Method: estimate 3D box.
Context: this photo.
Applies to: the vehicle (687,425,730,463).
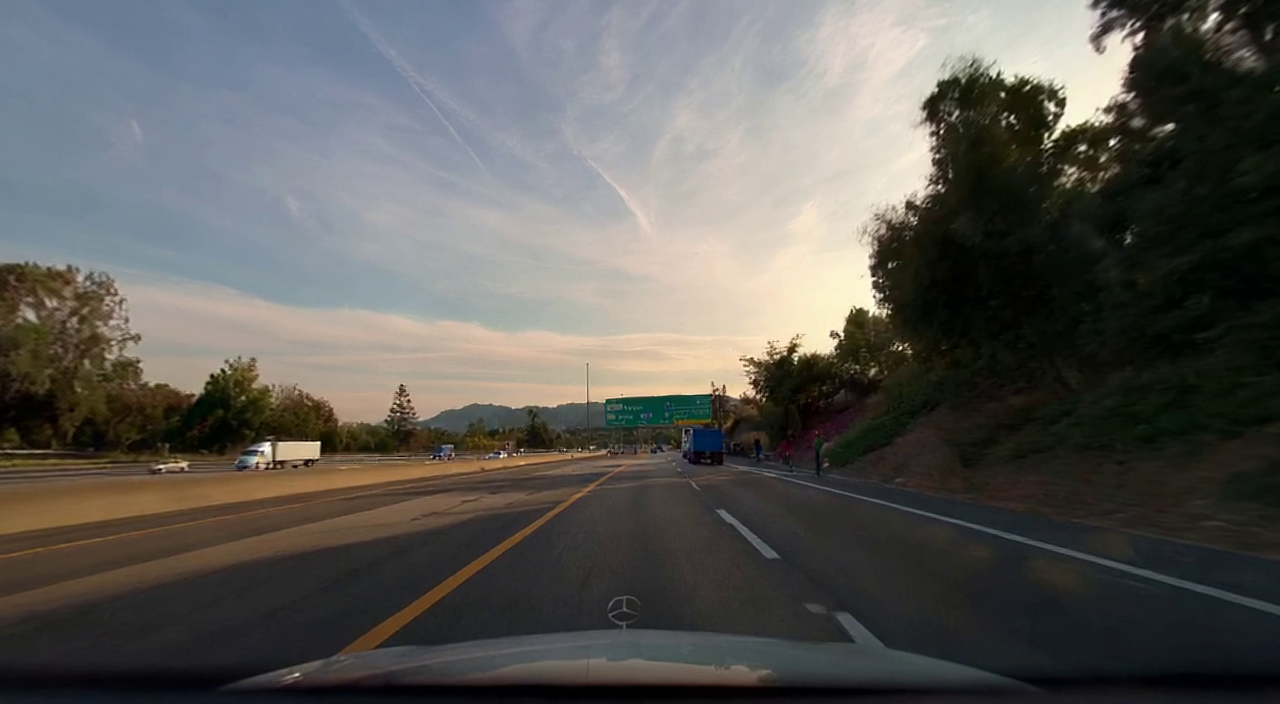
[{"bbox_3d":[4.805,6.556,45.041,2.430,2.495,6.062,-1,-8,1],"label":"vehicle"}]
